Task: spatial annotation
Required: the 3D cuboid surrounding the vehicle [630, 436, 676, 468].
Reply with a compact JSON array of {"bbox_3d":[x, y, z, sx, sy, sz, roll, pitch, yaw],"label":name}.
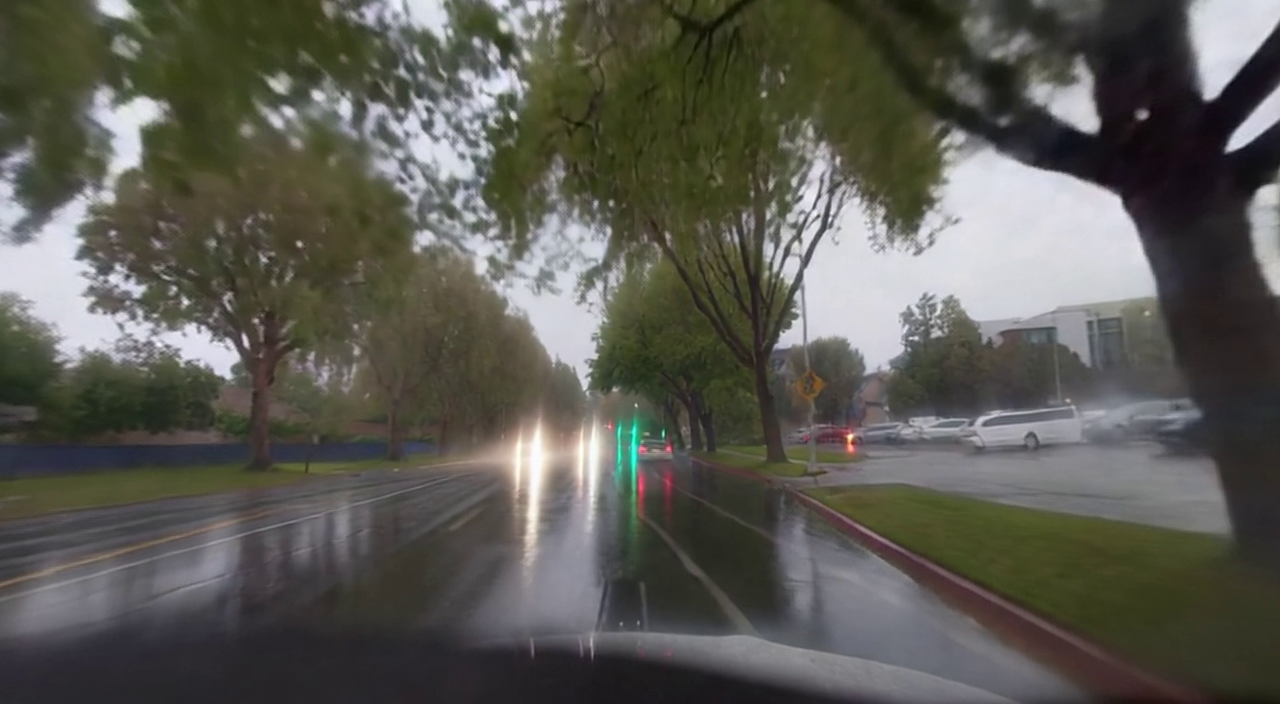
[{"bbox_3d":[0.646,4.866,31.132,2.111,1.466,4.223,0,-7,1],"label":"vehicle"}]
